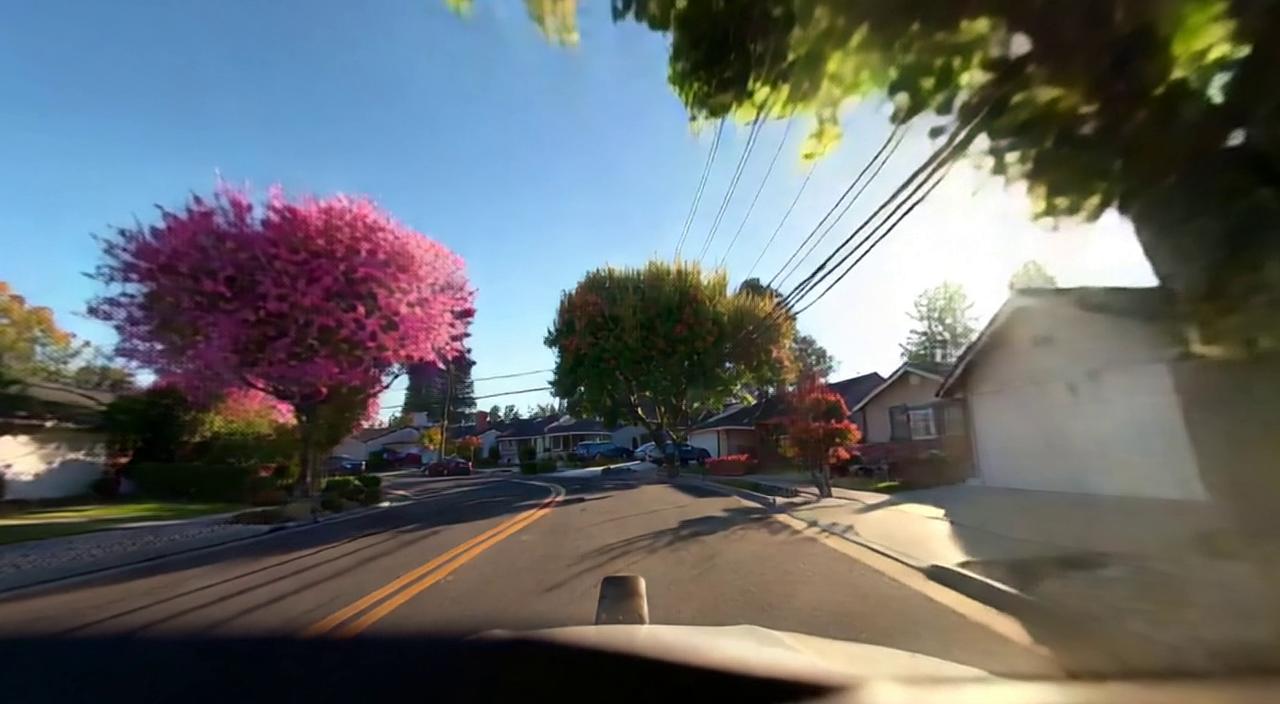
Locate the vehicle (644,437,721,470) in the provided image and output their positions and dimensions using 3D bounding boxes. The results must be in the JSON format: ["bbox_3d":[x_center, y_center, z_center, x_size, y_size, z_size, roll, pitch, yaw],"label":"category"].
[{"bbox_3d":[2.736,6.474,40.514,4.459,1.738,1.930,0,-8,-28],"label":"vehicle"}]

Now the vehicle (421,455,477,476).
[{"bbox_3d":[-14.627,8.649,48.355,4.019,1.484,1.978,-6,-10,33],"label":"vehicle"}]

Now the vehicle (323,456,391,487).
[{"bbox_3d":[-17.227,7.214,38.389,3.897,1.493,1.942,-3,-6,34],"label":"vehicle"}]
